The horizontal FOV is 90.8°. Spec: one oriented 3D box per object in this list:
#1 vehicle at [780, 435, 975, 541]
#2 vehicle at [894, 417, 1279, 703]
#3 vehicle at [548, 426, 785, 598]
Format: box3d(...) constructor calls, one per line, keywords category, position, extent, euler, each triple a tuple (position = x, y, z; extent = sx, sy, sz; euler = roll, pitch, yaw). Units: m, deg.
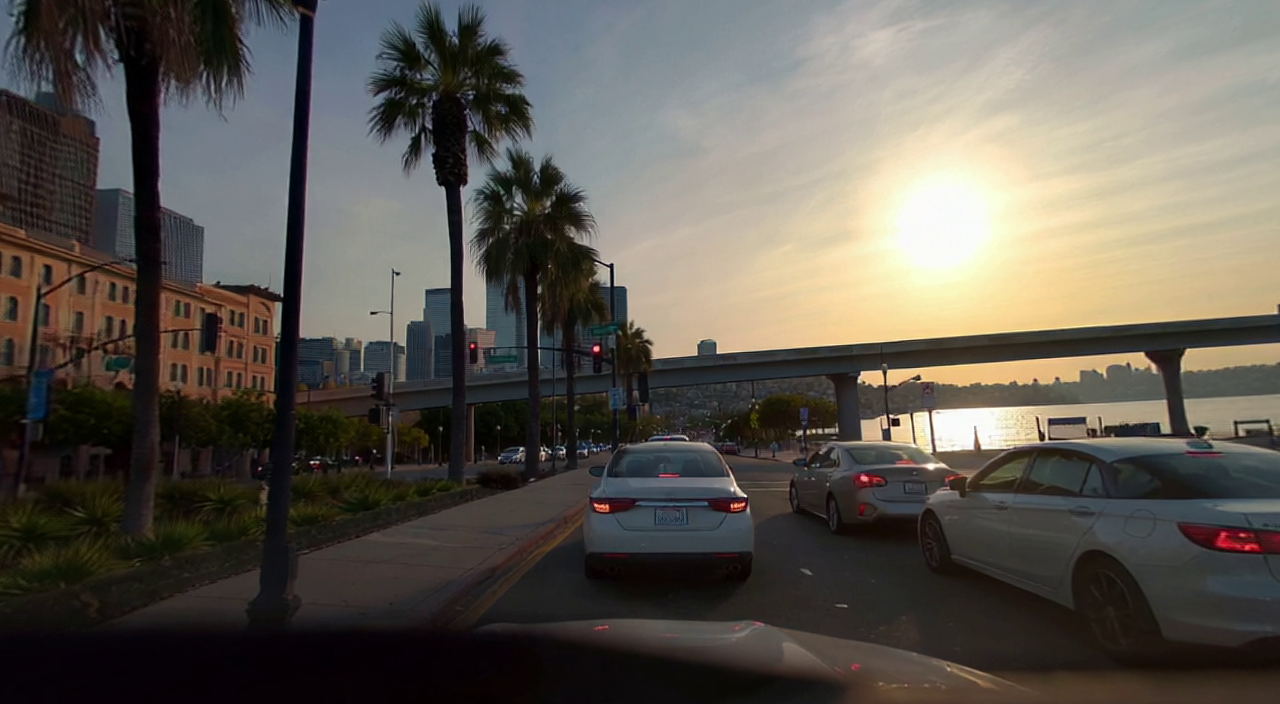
box3d(category="vehicle", position=(3.895, 2.290, 11.310), extent=(1.920, 1.490, 4.417), euler=(-1, -9, 2))
box3d(category="vehicle", position=(3.912, 1.363, 5.091), extent=(1.913, 1.469, 4.425), euler=(0, -9, 0))
box3d(category="vehicle", position=(0.265, 1.705, 7.510), extent=(2.093, 1.503, 3.681), euler=(0, -9, 1))
